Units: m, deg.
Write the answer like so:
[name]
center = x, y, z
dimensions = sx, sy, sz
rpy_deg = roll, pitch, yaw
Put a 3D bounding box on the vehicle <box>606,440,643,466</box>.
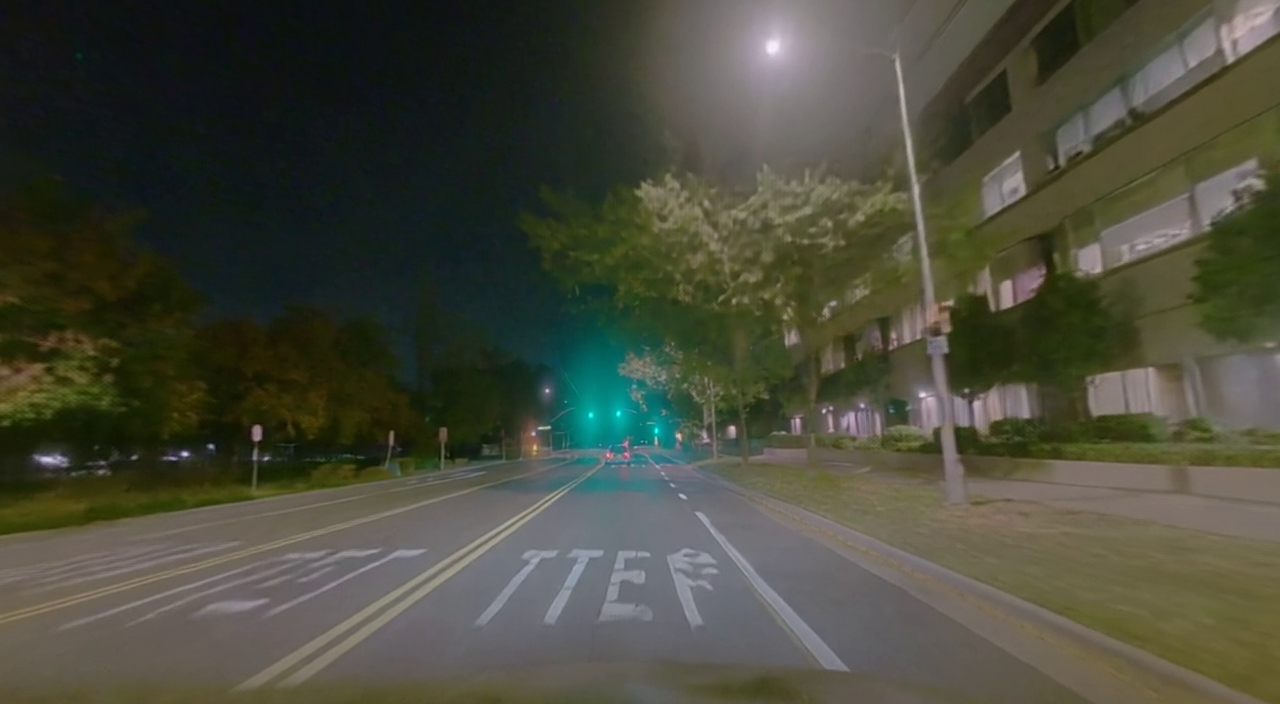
[vehicle]
center = -0.963, 6.063, 38.300
dimensions = 2.131, 1.474, 4.146
rpy_deg = 1, -8, -2
